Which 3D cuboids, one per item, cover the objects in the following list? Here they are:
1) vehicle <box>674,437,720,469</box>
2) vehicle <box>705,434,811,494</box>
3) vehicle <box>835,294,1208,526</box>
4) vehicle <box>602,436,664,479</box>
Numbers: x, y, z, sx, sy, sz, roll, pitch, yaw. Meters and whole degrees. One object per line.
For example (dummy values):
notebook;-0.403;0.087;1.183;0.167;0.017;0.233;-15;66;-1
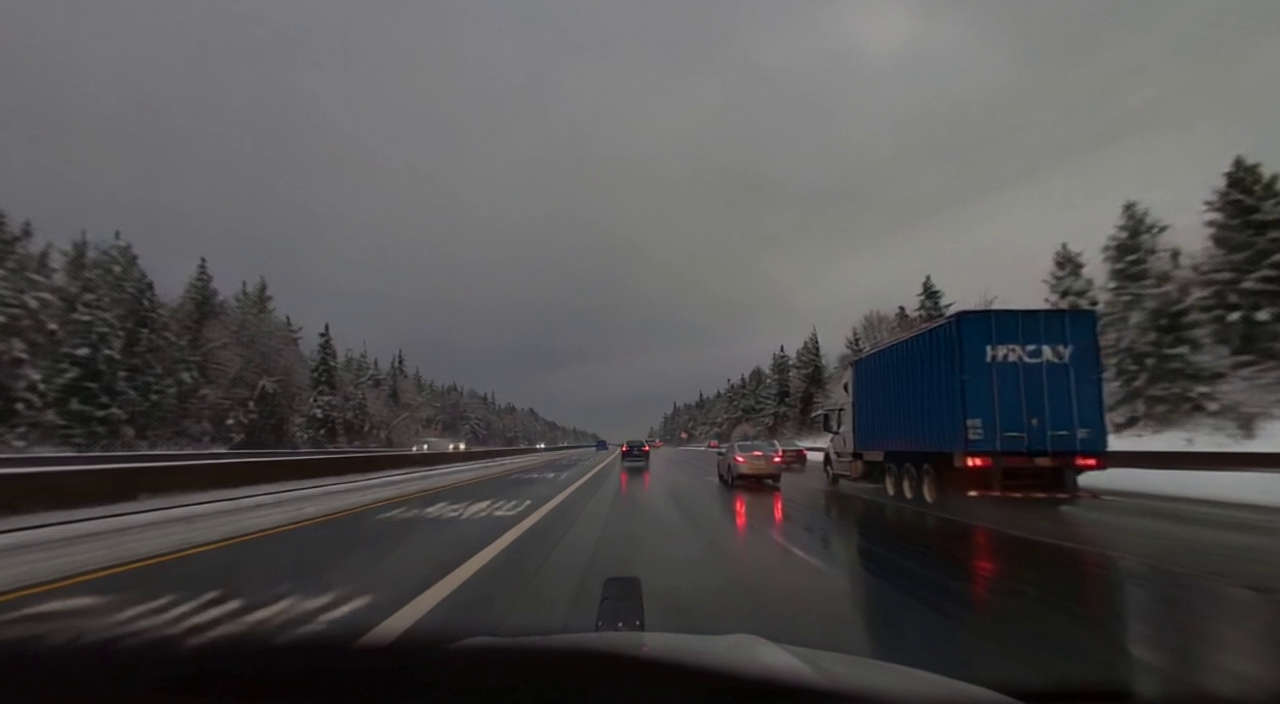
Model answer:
vehicle;2.908;5.235;32.951;1.856;1.517;4.198;0;-9;-2
vehicle;3.205;3.167;18.271;1.993;1.504;4.781;0;-9;-2
vehicle;7.305;1.505;14.283;2.799;3.655;8.627;0;-9;-1
vehicle;-0.272;3.923;23.752;2.098;1.475;3.997;0;-8;-1
